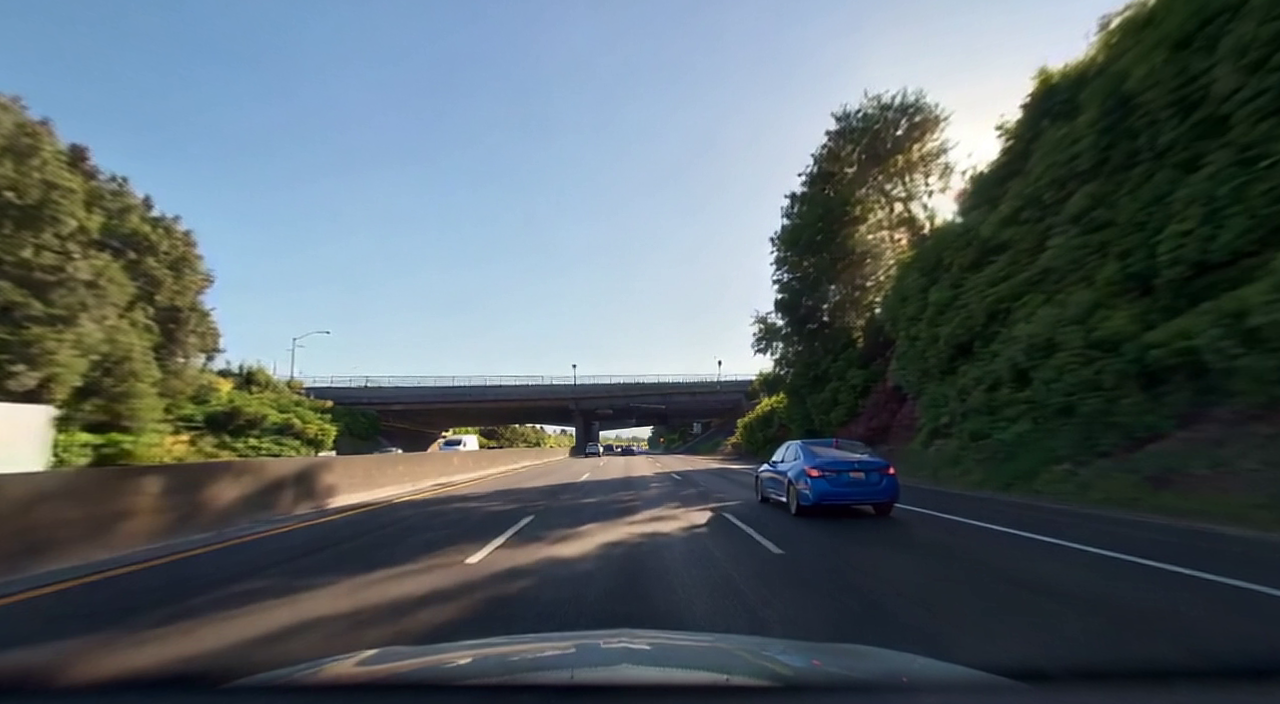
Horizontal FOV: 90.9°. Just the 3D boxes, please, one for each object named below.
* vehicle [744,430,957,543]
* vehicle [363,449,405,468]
[{"bbox_3d":[3.237,2.125,10.779,2.079,1.515,4.196,0,-8,-2],"label":"vehicle"},{"bbox_3d":[-19.995,8.309,49.404,1.763,1.394,3.806,0,-8,0],"label":"vehicle"}]
